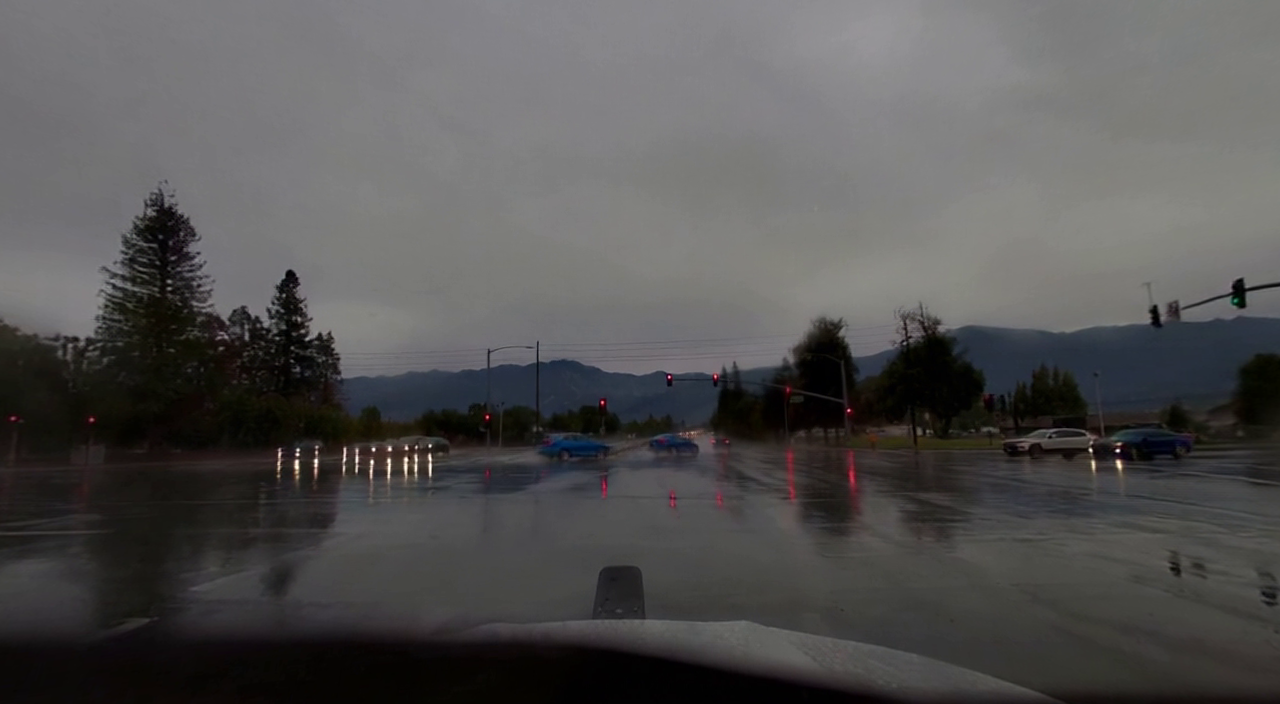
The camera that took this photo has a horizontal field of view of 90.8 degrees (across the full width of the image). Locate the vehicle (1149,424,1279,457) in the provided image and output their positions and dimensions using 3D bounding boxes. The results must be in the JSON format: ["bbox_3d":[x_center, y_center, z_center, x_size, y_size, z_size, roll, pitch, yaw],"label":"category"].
[{"bbox_3d":[27.284,4.196,29.815,4.778,1.495,1.959,0,-8,0],"label":"vehicle"}]

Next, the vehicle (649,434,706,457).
[{"bbox_3d":[2.674,6.530,44.191,2.044,1.542,4.218,-6,-10,36],"label":"vehicle"}]

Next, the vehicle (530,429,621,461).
[{"bbox_3d":[-3.692,5.372,36.446,4.812,1.735,2.105,6,-11,-37],"label":"vehicle"}]

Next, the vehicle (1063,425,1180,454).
[{"bbox_3d":[28.268,5.157,37.209,5.100,1.680,2.055,0,-8,1],"label":"vehicle"}]
